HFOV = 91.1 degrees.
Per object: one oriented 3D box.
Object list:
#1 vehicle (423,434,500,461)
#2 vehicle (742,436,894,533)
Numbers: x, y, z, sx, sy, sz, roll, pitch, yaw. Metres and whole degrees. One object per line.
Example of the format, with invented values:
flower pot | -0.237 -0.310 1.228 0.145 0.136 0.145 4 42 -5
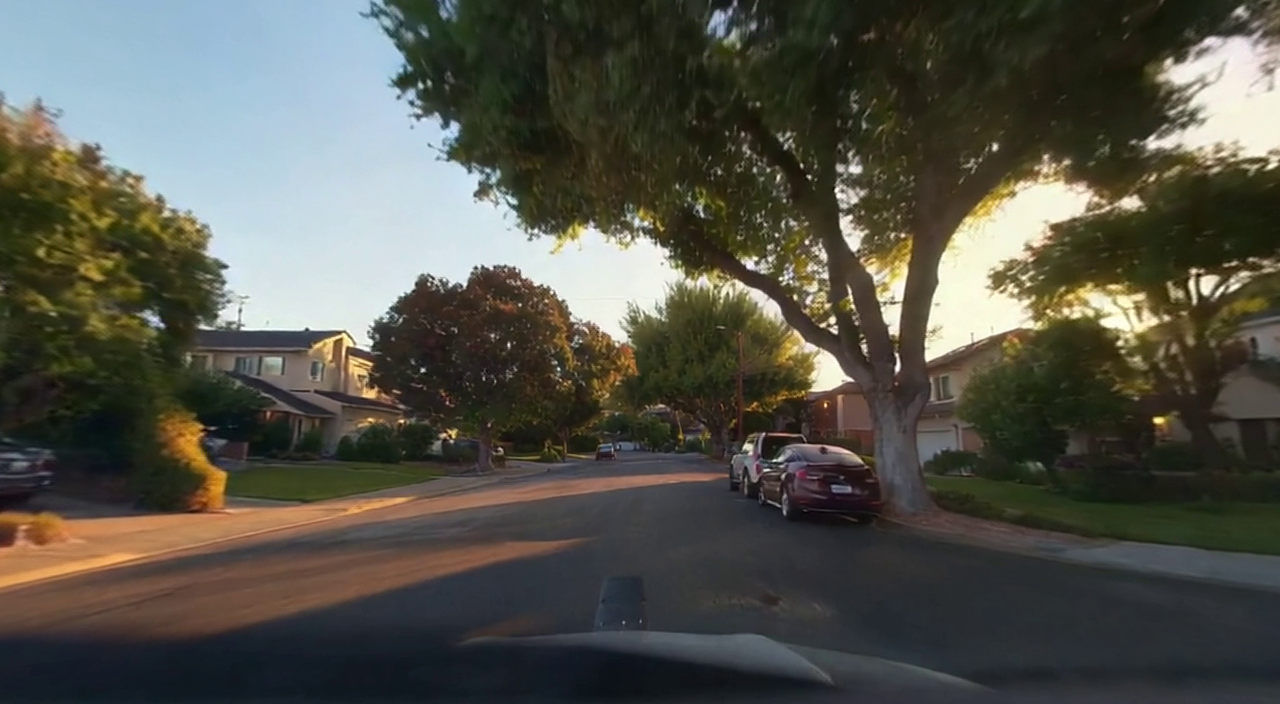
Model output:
vehicle | -12.814 6.899 45.358 4.928 1.844 2.163 0 -9 -1
vehicle | 3.381 2.580 12.880 1.976 1.552 4.442 2 -8 2
